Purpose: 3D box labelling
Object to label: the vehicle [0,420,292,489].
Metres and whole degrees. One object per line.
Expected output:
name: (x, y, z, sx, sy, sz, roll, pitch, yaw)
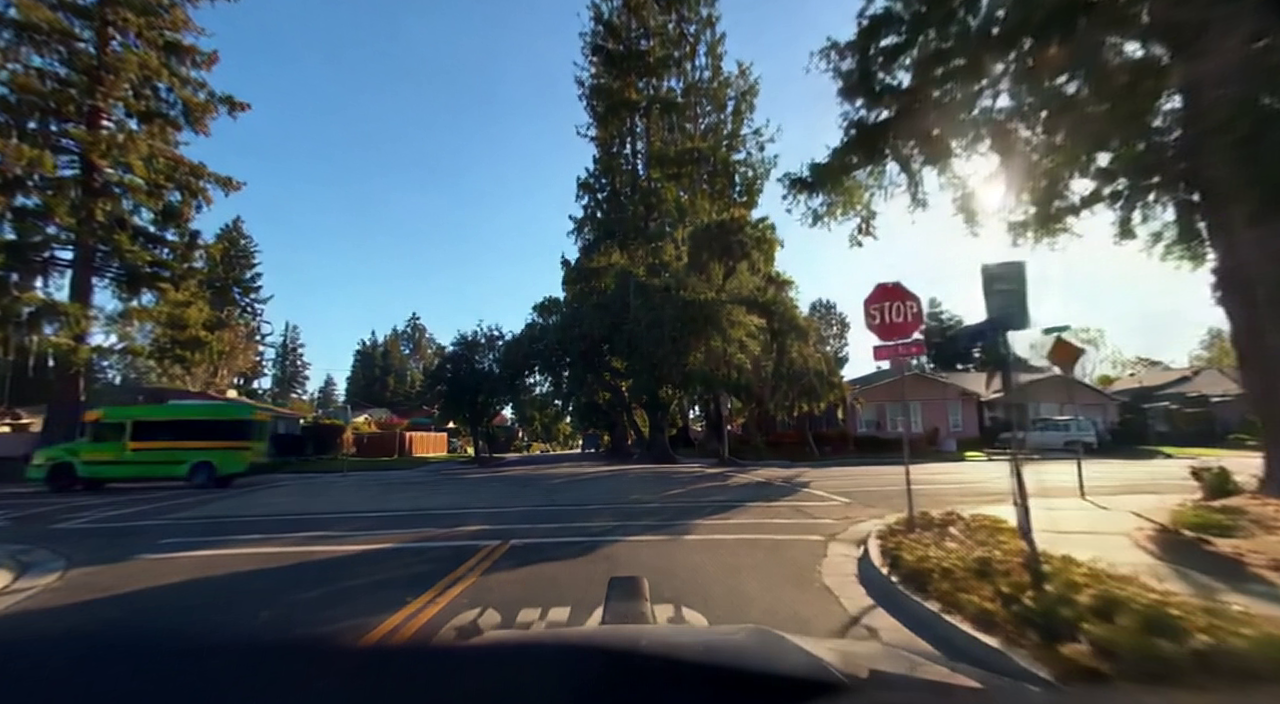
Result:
vehicle: (-15.084, 3.171, 19.671, 6.877, 1.941, 2.405, 1, -8, -6)
